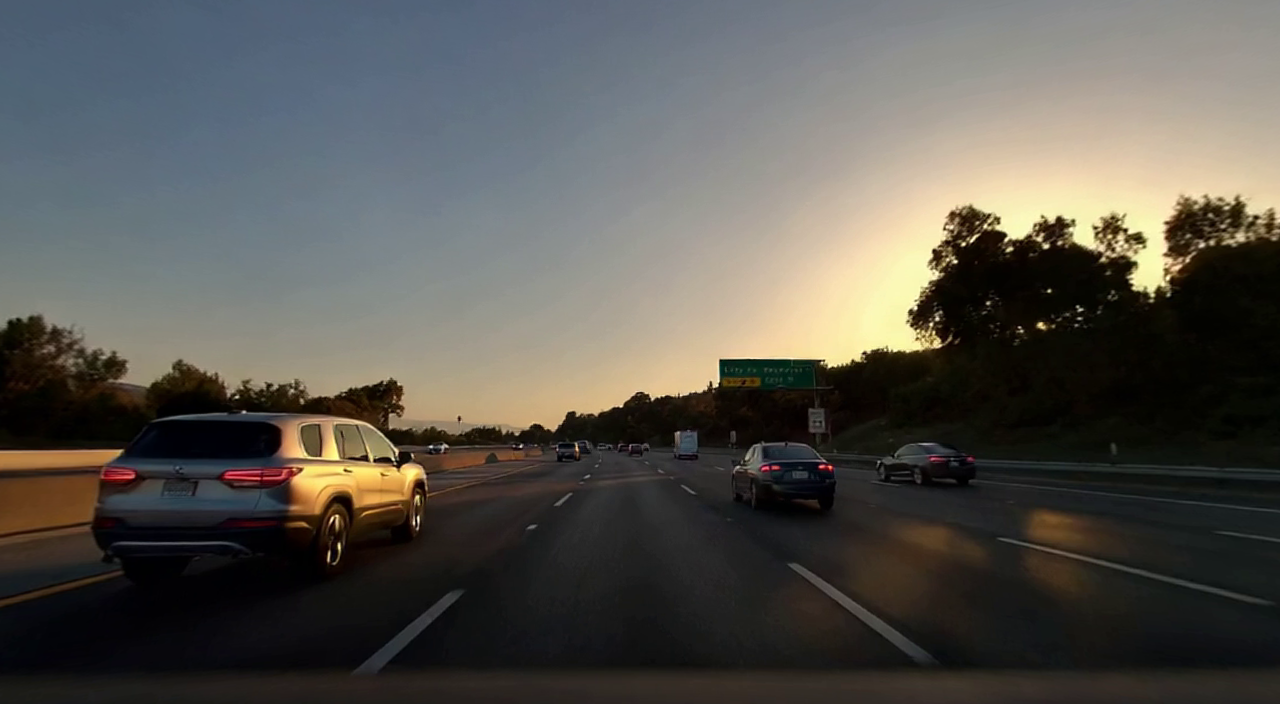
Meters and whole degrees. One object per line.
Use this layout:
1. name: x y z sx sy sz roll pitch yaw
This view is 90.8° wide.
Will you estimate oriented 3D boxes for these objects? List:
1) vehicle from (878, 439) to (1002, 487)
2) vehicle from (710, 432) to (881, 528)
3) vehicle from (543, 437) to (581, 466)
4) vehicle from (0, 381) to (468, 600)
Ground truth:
1. vehicle: 10.310 3.844 22.128 2.105 1.496 4.393 0 -9 -1
2. vehicle: 2.735 2.364 12.305 2.053 1.510 4.400 0 -9 -2
3. vehicle: -5.148 6.658 42.331 2.149 1.843 4.348 0 -9 -2
4. vehicle: -4.461 1.595 8.297 2.684 1.839 5.803 0 -9 1
